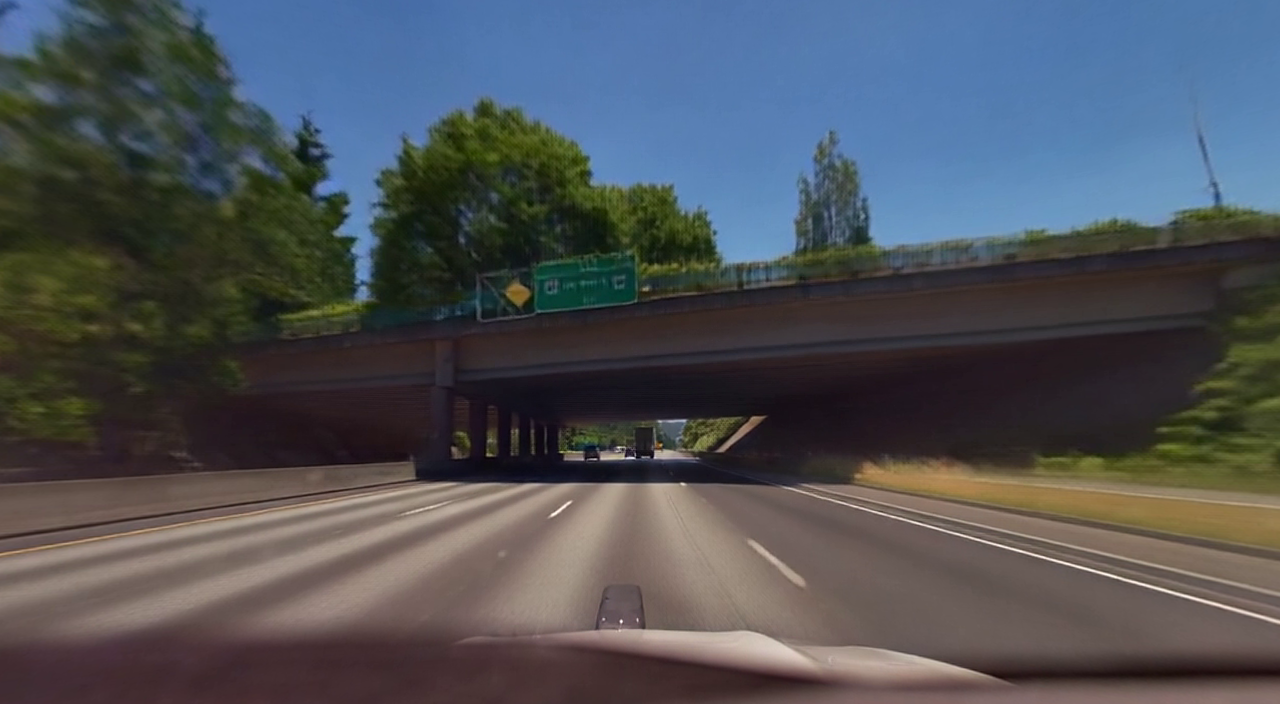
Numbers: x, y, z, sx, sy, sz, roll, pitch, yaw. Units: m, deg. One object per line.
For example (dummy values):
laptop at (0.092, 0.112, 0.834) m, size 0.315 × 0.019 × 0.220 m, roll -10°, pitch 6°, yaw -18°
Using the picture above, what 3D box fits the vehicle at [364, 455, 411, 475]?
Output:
vehicle at (-19.245, 8.622, 48.271) m, size 1.995 × 1.461 × 3.744 m, roll 0°, pitch -9°, yaw 0°
